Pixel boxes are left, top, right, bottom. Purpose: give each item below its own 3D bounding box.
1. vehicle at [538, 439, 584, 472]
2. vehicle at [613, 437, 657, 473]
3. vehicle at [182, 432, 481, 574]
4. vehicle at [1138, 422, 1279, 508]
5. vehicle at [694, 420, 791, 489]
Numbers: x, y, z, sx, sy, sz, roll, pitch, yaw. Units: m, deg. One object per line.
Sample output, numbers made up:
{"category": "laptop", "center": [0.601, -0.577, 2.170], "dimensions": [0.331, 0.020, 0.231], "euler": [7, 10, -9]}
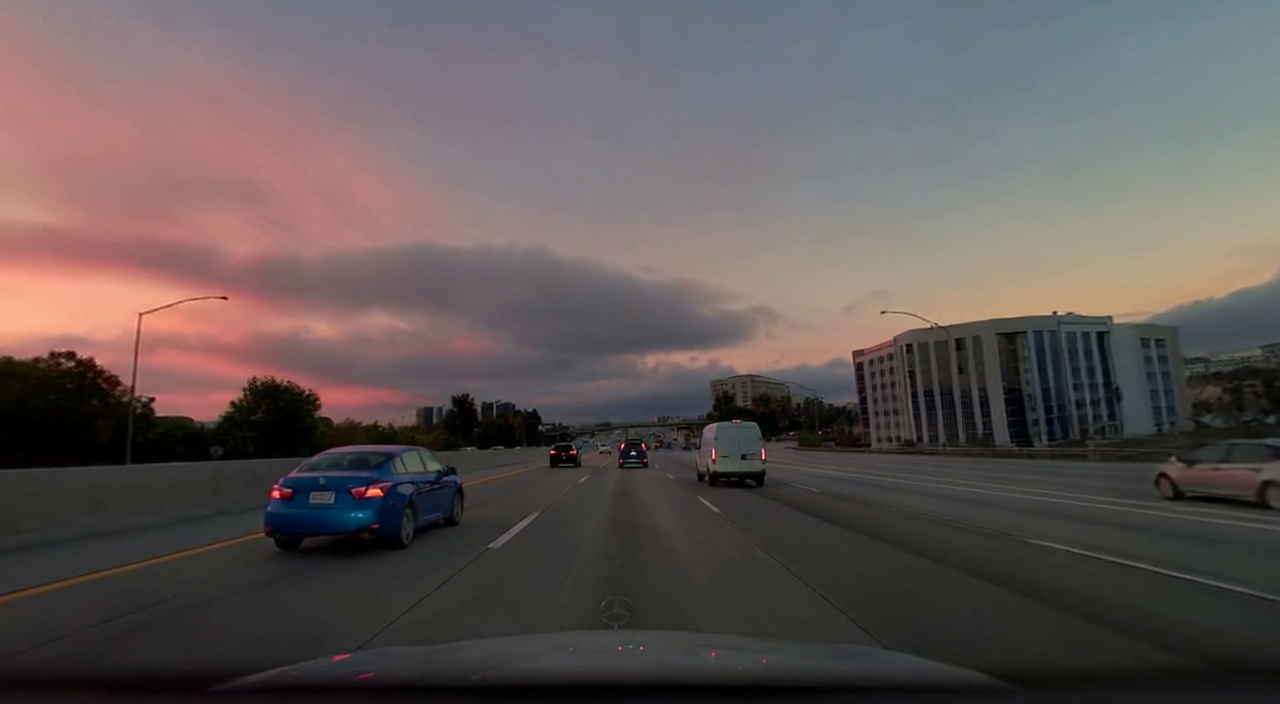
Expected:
{"category": "vehicle", "center": [-4.518, 6.013, 36.989], "dimensions": [2.109, 1.793, 4.613], "euler": [0, -9, 0]}
{"category": "vehicle", "center": [-0.269, 5.459, 33.589], "dimensions": [2.212, 1.786, 4.198], "euler": [0, -9, -1]}
{"category": "vehicle", "center": [-3.786, 1.923, 8.868], "dimensions": [1.991, 1.469, 4.381], "euler": [0, -9, 0]}
{"category": "vehicle", "center": [13.865, 2.446, 13.832], "dimensions": [2.010, 1.721, 4.871], "euler": [0, -9, 2]}
{"category": "vehicle", "center": [3.382, 3.561, 22.193], "dimensions": [2.250, 2.074, 5.723], "euler": [0, -9, -2]}
